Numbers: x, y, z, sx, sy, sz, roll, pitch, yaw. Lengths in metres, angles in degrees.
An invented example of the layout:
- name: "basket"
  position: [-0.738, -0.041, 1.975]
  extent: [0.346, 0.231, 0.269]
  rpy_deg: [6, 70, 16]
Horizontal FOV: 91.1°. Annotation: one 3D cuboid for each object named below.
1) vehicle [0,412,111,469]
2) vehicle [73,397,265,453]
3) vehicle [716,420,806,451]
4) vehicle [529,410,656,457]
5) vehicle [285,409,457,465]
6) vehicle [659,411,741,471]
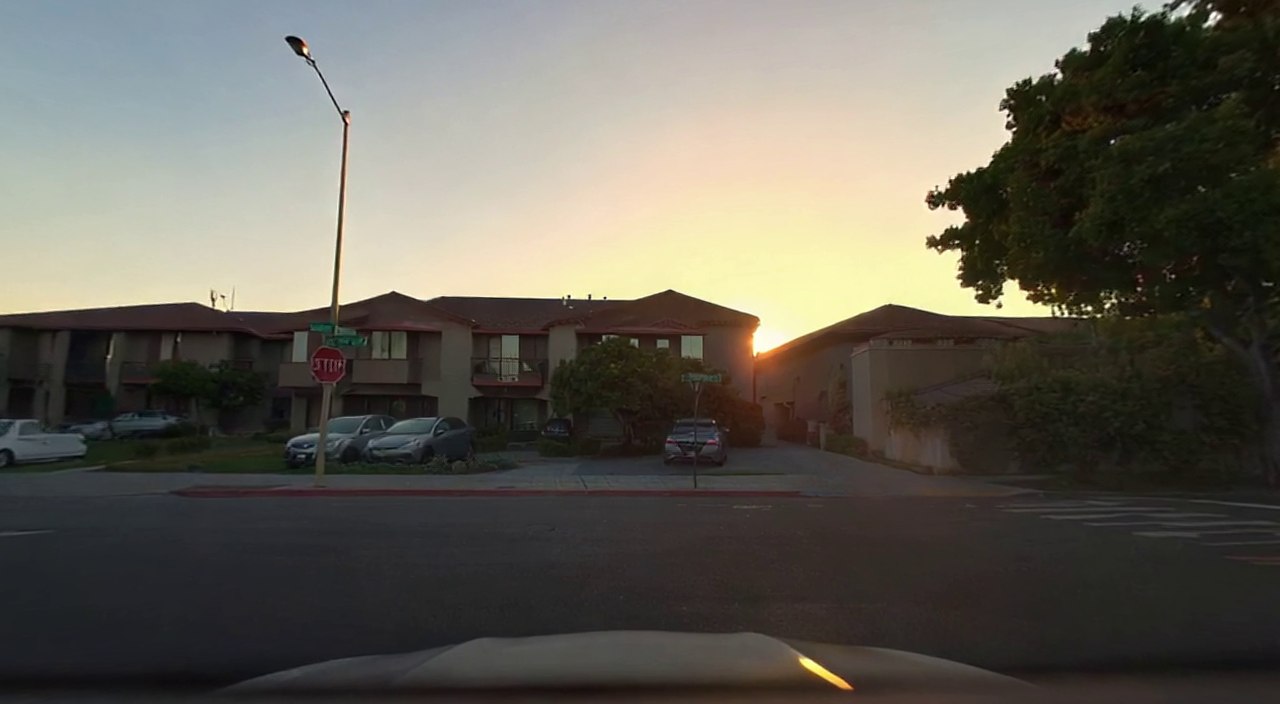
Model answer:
- name: "vehicle"
  position: [-23.453, 3.292, 23.360]
  extent: [5.418, 1.994, 2.233]
  rpy_deg: [0, -8, -1]
- name: "vehicle"
  position: [-28.403, 4.508, 38.133]
  extent: [9.384, 3.230, 2.928]
  rpy_deg: [0, -9, 3]
- name: "vehicle"
  position: [7.373, 5.142, 38.537]
  extent: [5.004, 1.797, 1.946]
  rpy_deg: [-5, -10, 31]
- name: "vehicle"
  position: [-2.010, 3.761, 28.510]
  extent: [2.267, 1.920, 5.798]
  rpy_deg: [-7, -11, 40]
- name: "vehicle"
  position: [-8.767, 2.821, 20.839]
  extent: [4.778, 1.753, 1.959]
  rpy_deg: [0, -9, -2]
- name: "vehicle"
  position: [2.051, 3.336, 23.436]
  extent: [2.305, 1.962, 5.685]
  rpy_deg: [0, -8, -2]
